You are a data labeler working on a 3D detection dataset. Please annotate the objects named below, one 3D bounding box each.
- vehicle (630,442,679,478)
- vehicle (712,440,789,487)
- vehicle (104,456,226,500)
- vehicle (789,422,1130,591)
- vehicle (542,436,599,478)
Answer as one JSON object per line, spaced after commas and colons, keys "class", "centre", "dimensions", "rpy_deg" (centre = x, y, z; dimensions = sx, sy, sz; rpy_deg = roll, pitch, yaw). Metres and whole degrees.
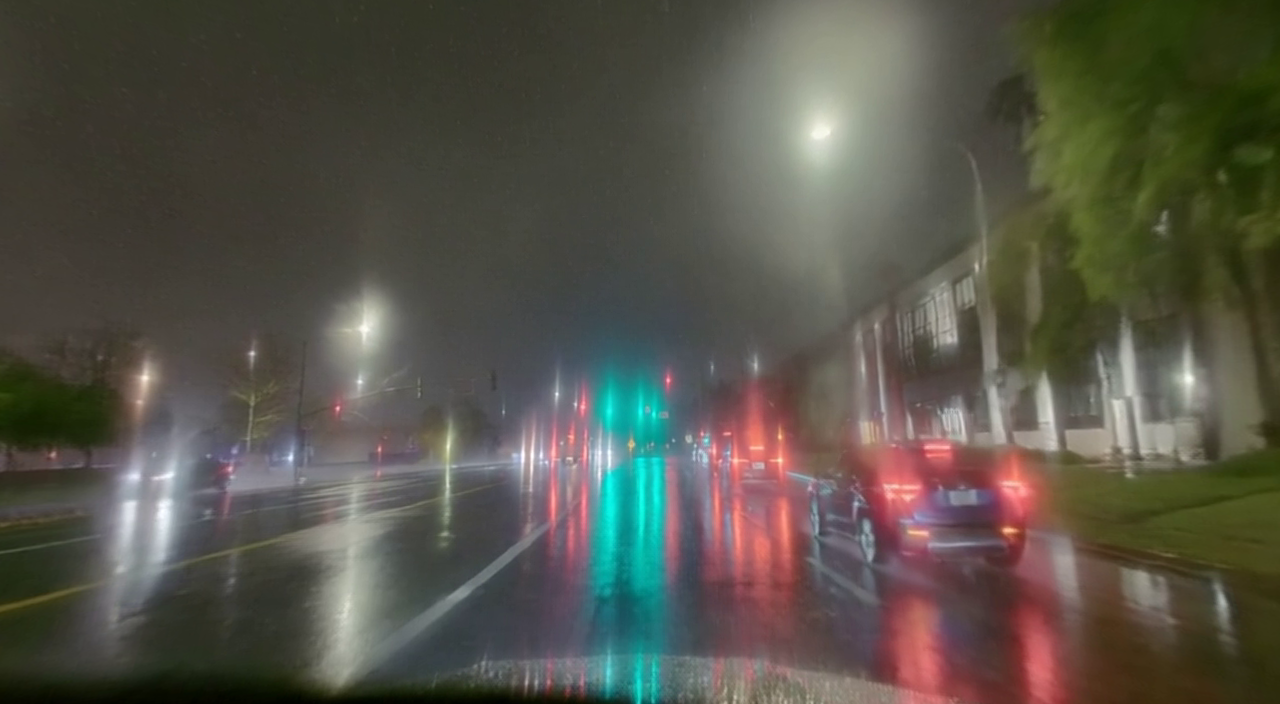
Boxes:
{"class": "vehicle", "centre": [0.607, 4.714, 27.749], "dimensions": [1.971, 1.433, 3.923], "rpy_deg": [0, -8, 1]}
{"class": "vehicle", "centre": [3.746, 3.860, 22.177], "dimensions": [1.913, 1.463, 4.198], "rpy_deg": [0, -8, -1]}
{"class": "vehicle", "centre": [-22.402, 5.920, 30.053], "dimensions": [2.025, 1.802, 4.848], "rpy_deg": [0, -8, 0]}
{"class": "vehicle", "centre": [3.338, 1.692, 7.801], "dimensions": [1.948, 1.474, 4.360], "rpy_deg": [0, -8, 0]}
{"class": "vehicle", "centre": [-3.084, 4.767, 28.848], "dimensions": [2.023, 1.720, 4.452], "rpy_deg": [0, -8, 1]}
